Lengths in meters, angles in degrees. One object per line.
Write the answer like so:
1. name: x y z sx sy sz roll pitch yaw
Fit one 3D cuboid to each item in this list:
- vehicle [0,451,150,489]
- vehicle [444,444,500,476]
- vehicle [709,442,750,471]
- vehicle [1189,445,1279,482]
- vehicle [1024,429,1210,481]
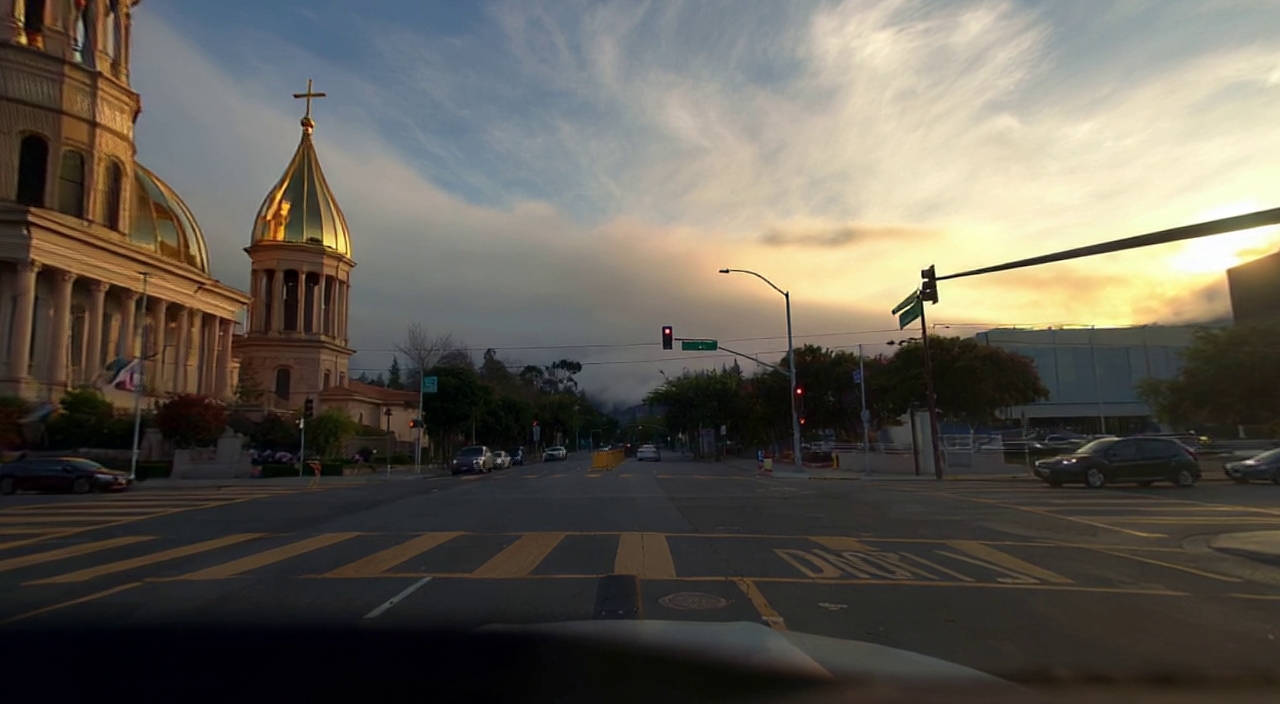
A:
1. vehicle: -23.360 4.858 26.208 4.479 1.476 1.873 0 -8 1
2. vehicle: -10.238 6.604 38.939 2.076 1.876 4.669 0 -8 1
3. vehicle: 5.820 6.859 41.505 1.969 1.776 4.329 0 -8 -2
4. vehicle: 26.373 4.677 26.669 4.561 1.475 1.850 0 -8 0
5. vehicle: 19.864 4.303 26.560 5.852 2.057 2.361 0 -8 0
